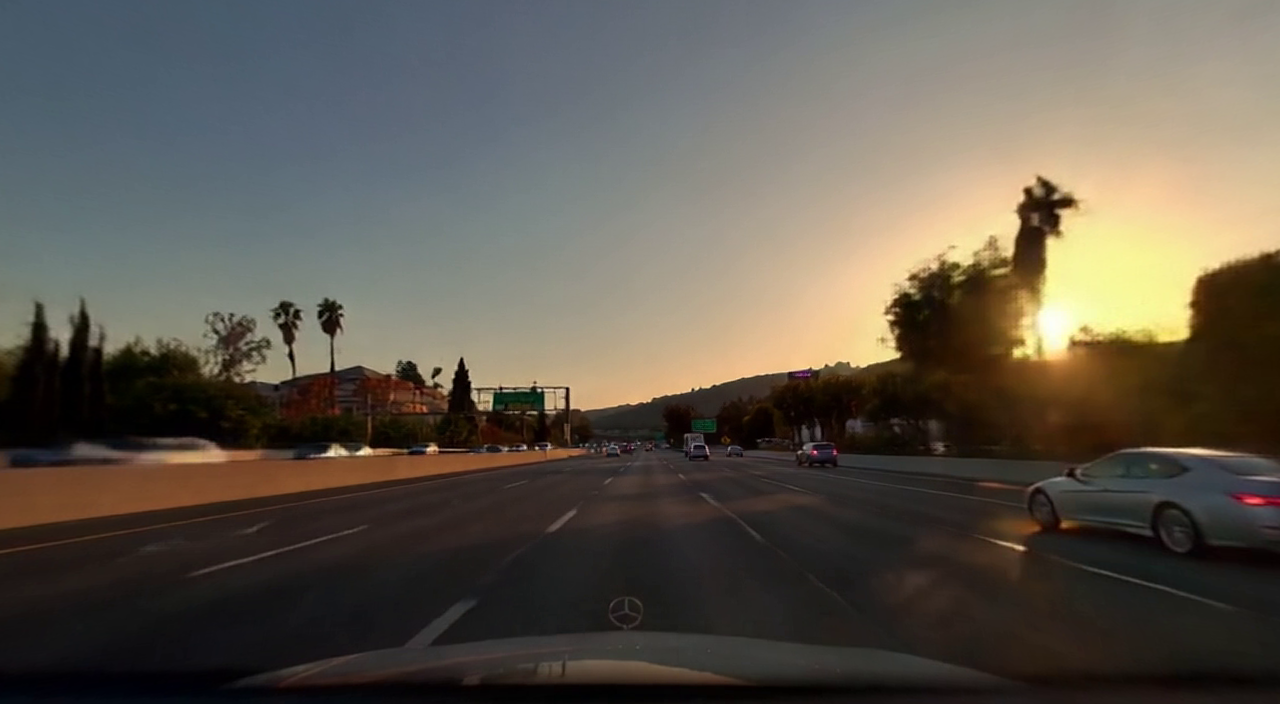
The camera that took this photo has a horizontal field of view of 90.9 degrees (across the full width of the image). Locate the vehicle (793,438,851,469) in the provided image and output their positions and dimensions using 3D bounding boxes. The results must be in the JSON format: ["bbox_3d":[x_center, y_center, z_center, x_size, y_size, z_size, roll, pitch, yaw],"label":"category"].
[{"bbox_3d":[11.503,6.431,40.216,2.168,1.861,4.678,0,-8,-1],"label":"vehicle"}]

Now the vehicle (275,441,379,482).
[{"bbox_3d":[-12.313,4.317,25.159,1.866,1.446,4.246,0,-8,1],"label":"vehicle"}]

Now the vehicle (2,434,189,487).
[{"bbox_3d":[-17.741,3.553,20.946,1.946,1.547,4.634,-1,-8,3],"label":"vehicle"}]

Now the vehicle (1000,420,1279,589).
[{"bbox_3d":[6.955,1.721,7.957,2.071,1.543,4.702,0,-8,1],"label":"vehicle"}]
